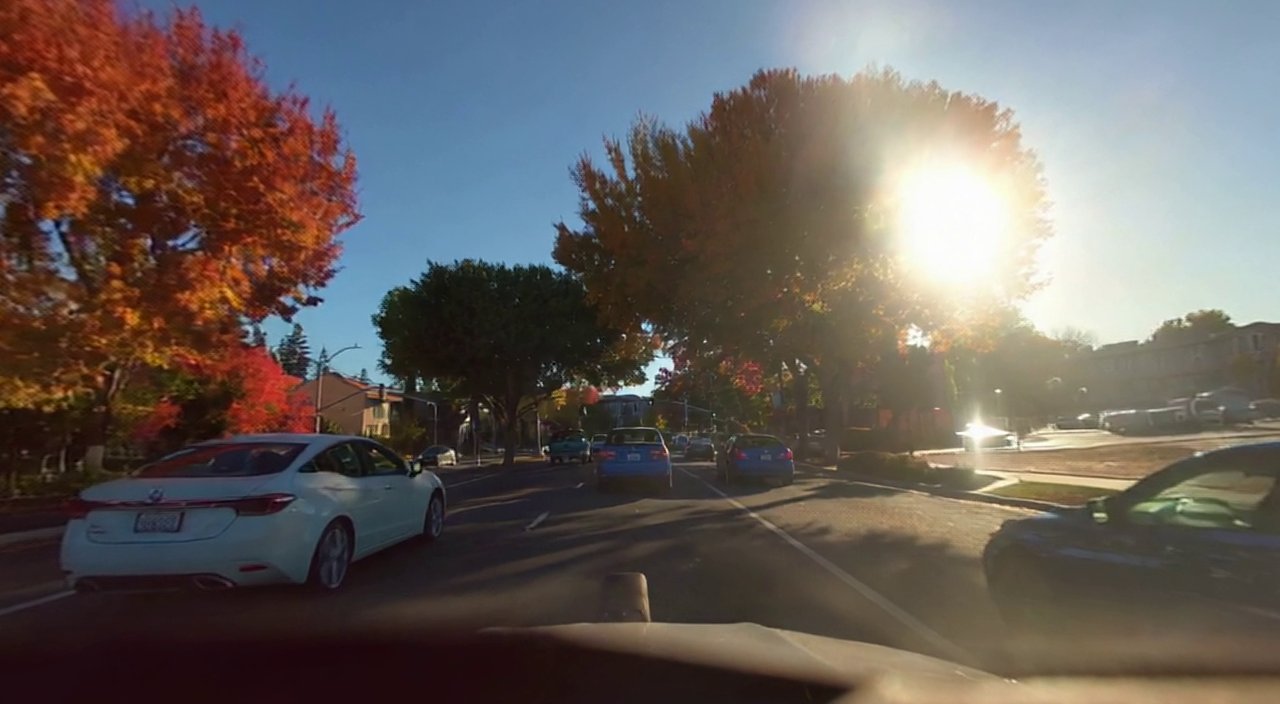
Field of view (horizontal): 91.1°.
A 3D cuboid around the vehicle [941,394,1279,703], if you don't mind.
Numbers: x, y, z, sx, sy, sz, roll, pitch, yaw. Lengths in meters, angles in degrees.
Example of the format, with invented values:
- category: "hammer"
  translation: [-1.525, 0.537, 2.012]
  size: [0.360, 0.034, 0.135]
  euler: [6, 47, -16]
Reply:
- category: "vehicle"
  translation: [3.382, 0.940, 2.579]
  size: [2.060, 1.474, 4.475]
  euler: [0, -8, 0]

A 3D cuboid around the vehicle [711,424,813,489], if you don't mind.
- category: "vehicle"
  translation: [3.425, 3.053, 18.601]
  size: [2.019, 1.675, 4.488]
  euler: [0, -8, -1]

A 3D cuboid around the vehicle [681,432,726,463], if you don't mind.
- category: "vehicle"
  translation: [3.605, 5.553, 36.464]
  size: [2.067, 1.687, 4.163]
  euler: [0, -8, -2]

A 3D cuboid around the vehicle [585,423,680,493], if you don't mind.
- category: "vehicle"
  translation: [-0.217, 2.873, 17.349]
  size: [2.293, 1.662, 4.262]
  euler: [0, -8, -1]

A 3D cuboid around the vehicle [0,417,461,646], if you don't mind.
- category: "vehicle"
  translation: [-3.548, 1.502, 6.433]
  size: [1.997, 1.479, 4.547]
  euler: [0, -8, 1]

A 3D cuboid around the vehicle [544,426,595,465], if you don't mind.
- category: "vehicle"
  translation: [-3.880, 5.301, 35.714]
  size: [2.246, 2.062, 5.123]
  euler: [0, -8, 1]
